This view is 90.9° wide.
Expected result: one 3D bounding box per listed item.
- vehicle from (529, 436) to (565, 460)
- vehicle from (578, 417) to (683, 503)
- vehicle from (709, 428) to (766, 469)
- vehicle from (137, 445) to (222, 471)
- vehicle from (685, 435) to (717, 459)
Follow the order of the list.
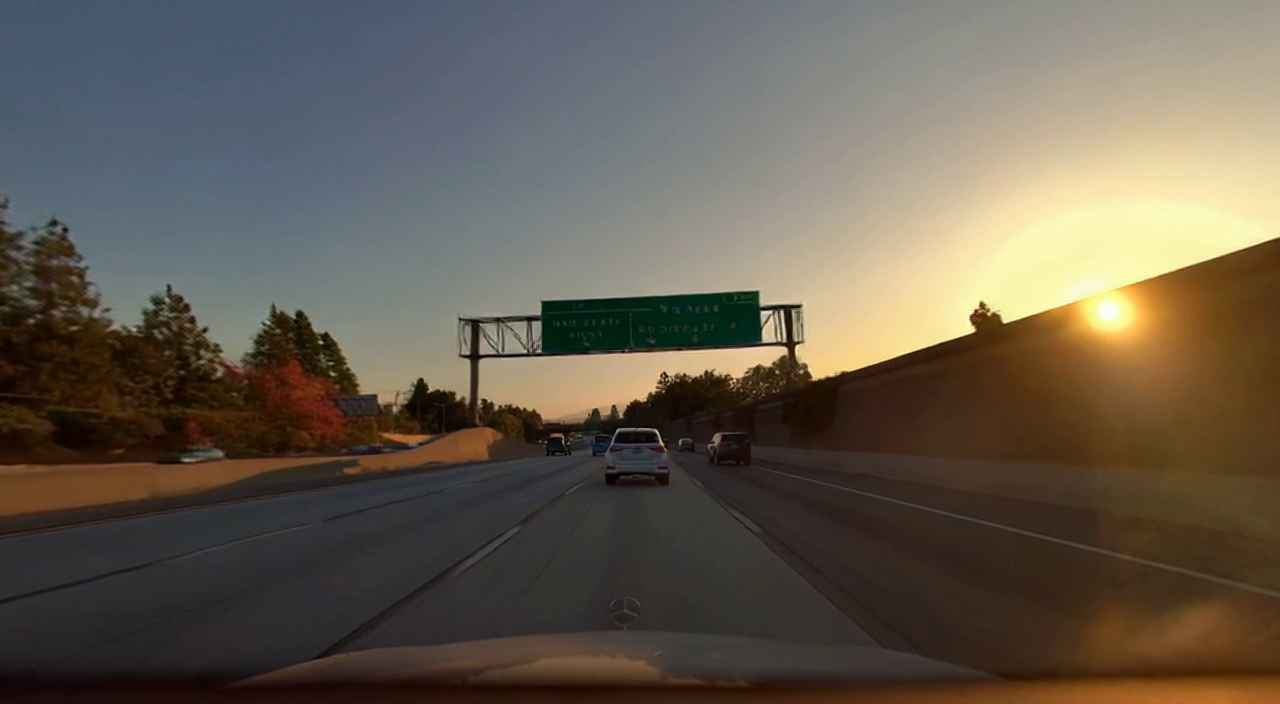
[{"bbox_3d":[-6.989,7.272,47.674,2.024,1.706,4.249,0,-9,0],"label":"vehicle"},{"bbox_3d":[-0.206,2.633,15.669,2.233,1.804,4.273,0,-9,0],"label":"vehicle"},{"bbox_3d":[4.642,4.717,30.804,2.017,1.847,4.299,0,-9,-1],"label":"vehicle"},{"bbox_3d":[-28.409,6.554,39.091,1.811,1.505,4.441,0,-9,1],"label":"vehicle"},{"bbox_3d":[4.477,7.079,47.007,2.001,1.651,3.916,0,-9,0],"label":"vehicle"}]
